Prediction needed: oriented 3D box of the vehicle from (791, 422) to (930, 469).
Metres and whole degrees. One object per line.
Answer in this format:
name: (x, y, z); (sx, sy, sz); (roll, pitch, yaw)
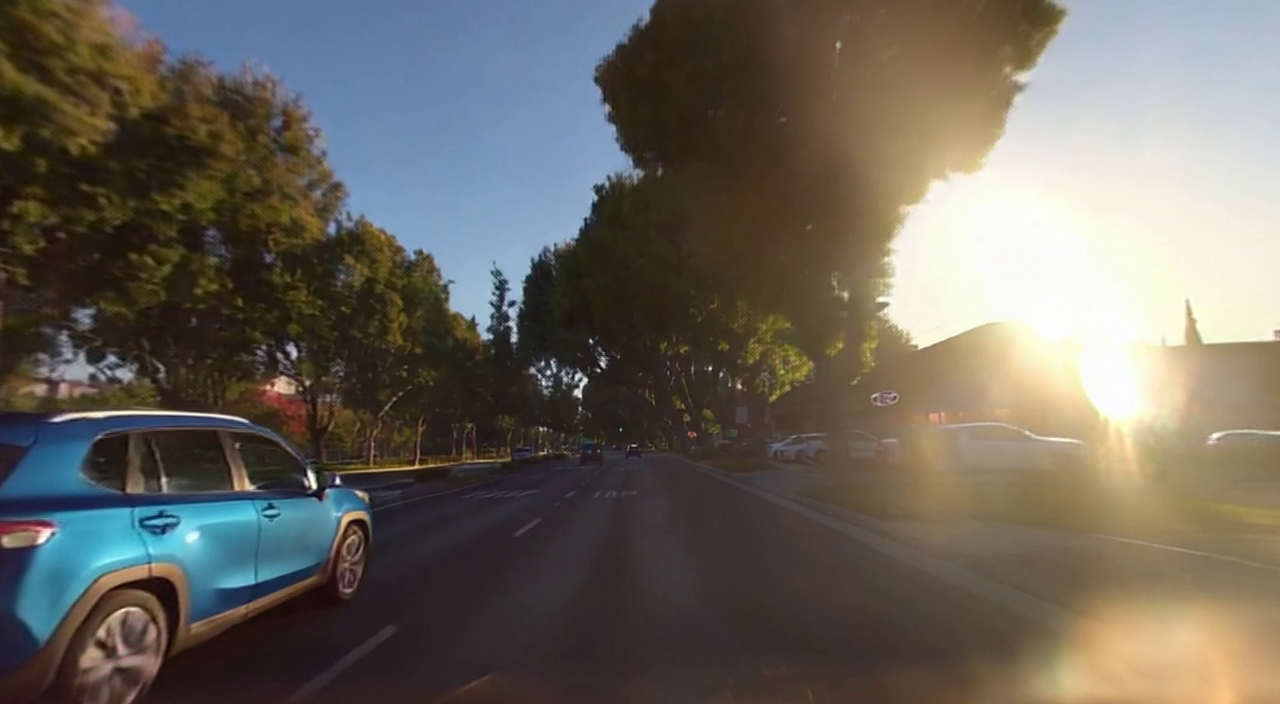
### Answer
vehicle: (9.102, 3.901, 26.362); (4.978, 1.874, 2.079); (0, -8, -2)

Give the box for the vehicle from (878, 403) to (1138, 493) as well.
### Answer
vehicle: (8.722, 2.348, 15.570); (5.031, 1.951, 2.184); (-2, -9, 15)

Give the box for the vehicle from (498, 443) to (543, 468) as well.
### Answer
vehicle: (-7.486, 6.497, 39.911); (1.990, 1.483, 4.410); (0, -8, 0)

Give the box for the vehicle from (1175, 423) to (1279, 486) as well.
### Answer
vehicle: (15.623, 2.400, 15.037); (2.177, 1.397, 4.511); (-3, -8, 8)

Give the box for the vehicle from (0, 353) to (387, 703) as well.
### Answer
vehicle: (-3.432, 1.038, 3.719); (2.127, 1.654, 4.121); (0, -8, 0)
